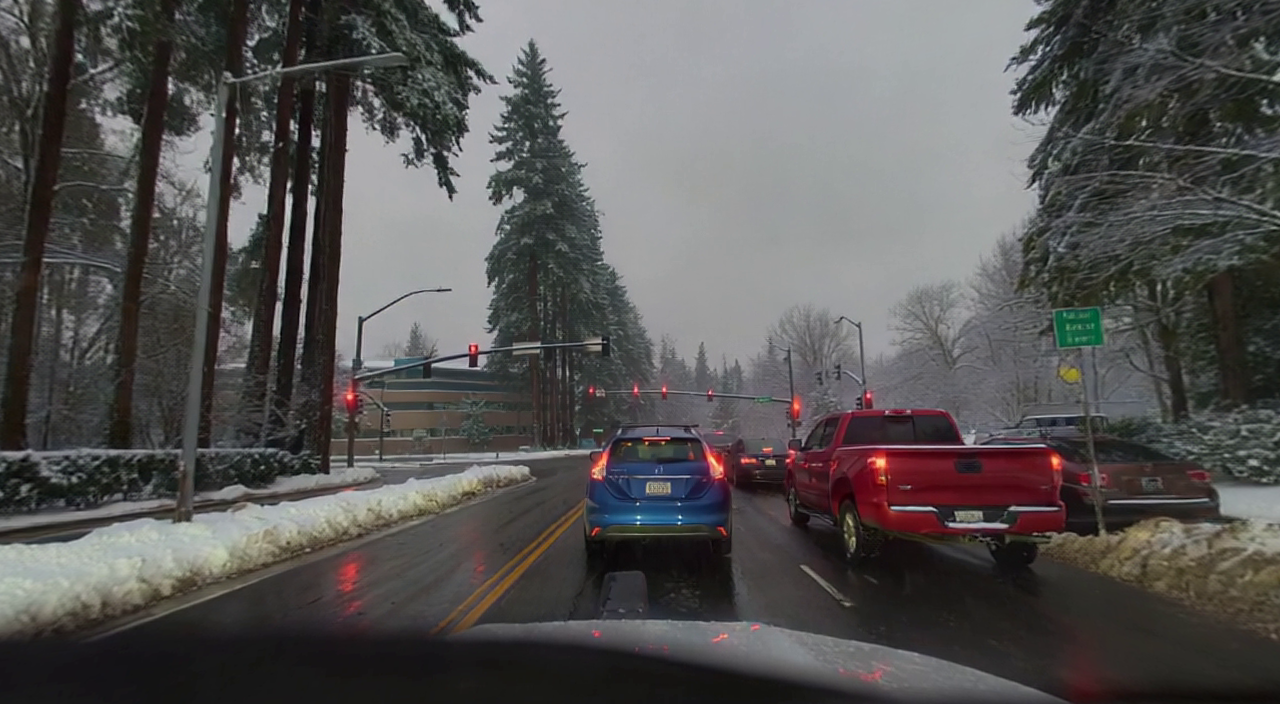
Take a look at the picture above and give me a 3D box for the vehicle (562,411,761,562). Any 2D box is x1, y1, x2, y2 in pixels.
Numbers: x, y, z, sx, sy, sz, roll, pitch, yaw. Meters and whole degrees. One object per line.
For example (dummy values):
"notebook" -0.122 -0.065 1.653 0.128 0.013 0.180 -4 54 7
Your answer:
"vehicle" 0.243 1.772 8.981 2.168 1.641 4.039 0 -8 0

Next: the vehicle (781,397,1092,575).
"vehicle" 3.386 1.628 8.382 2.099 1.725 4.290 0 -8 1
